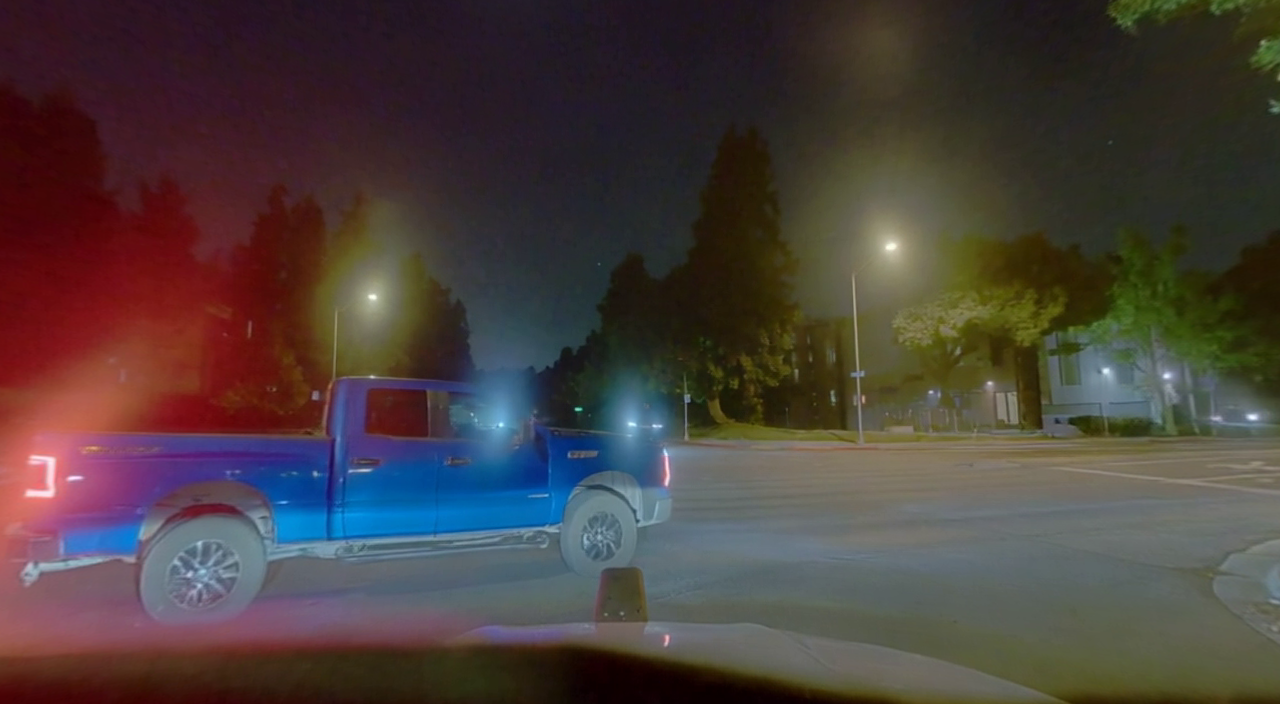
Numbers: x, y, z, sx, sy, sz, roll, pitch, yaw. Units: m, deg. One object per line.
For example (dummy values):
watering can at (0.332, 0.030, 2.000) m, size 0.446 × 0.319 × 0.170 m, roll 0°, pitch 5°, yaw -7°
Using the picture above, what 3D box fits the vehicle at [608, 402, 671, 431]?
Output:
vehicle at (-0.124, 4.890, 46.838) m, size 2.435 × 1.858 × 5.585 m, roll 4°, pitch -9°, yaw -26°

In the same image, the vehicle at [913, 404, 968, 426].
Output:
vehicle at (23.854, 5.025, 49.752) m, size 4.674 × 1.483 × 1.745 m, roll 6°, pitch -10°, yaw -35°
